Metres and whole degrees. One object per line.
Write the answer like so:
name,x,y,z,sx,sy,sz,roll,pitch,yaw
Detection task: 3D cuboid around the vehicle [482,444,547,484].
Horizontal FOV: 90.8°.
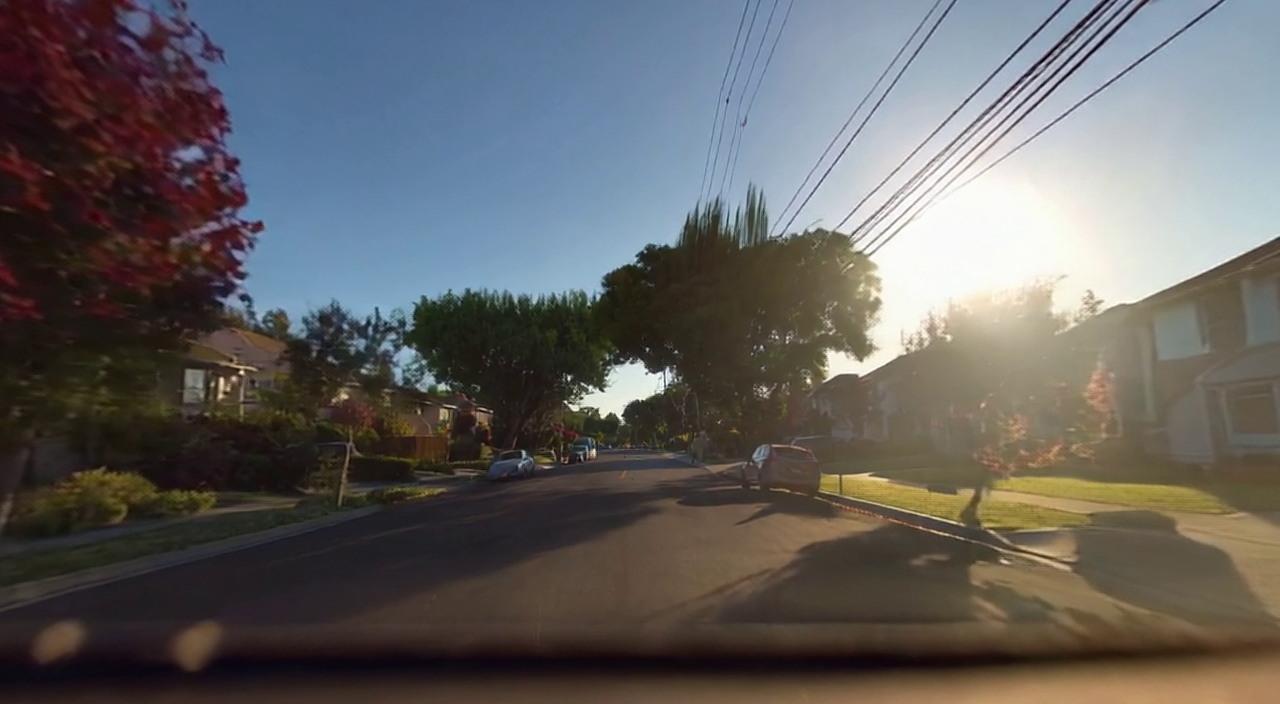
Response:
vehicle,-5.827,5.208,29.912,1.954,1.551,5.128,-3,-7,1

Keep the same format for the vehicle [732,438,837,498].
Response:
vehicle,4.150,3.403,18.829,2.020,1.558,3.925,1,-9,-3
